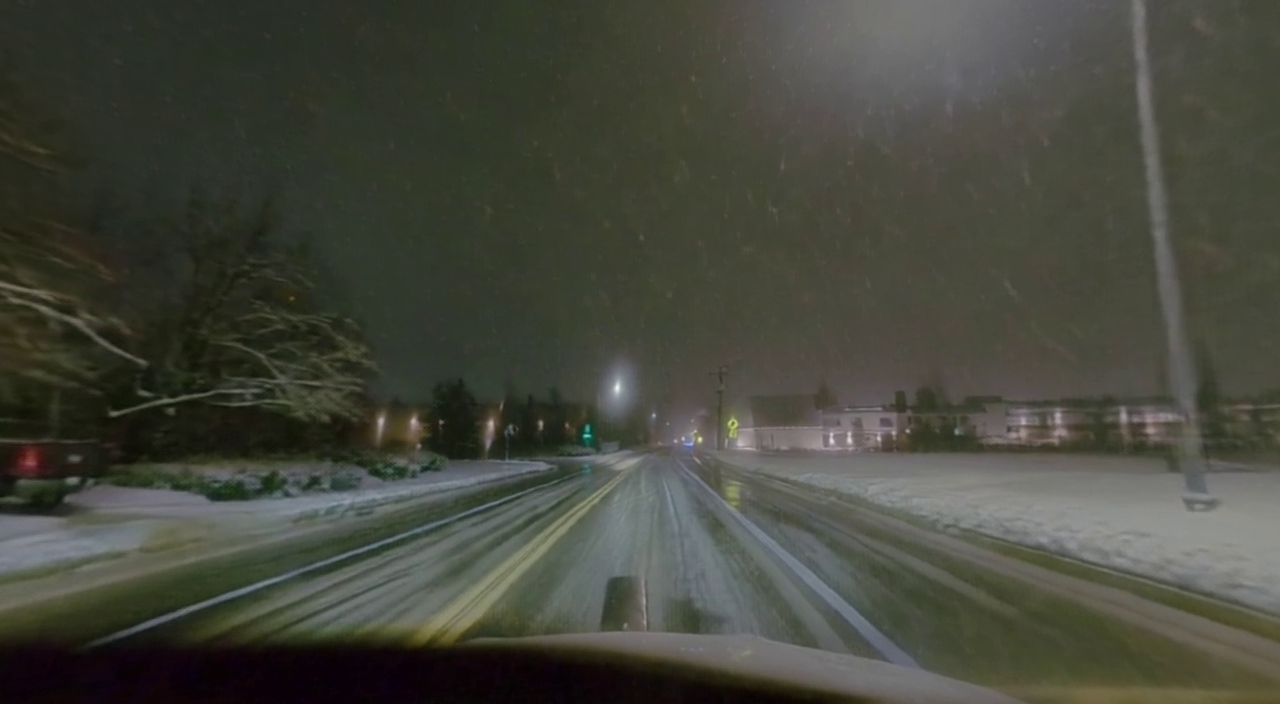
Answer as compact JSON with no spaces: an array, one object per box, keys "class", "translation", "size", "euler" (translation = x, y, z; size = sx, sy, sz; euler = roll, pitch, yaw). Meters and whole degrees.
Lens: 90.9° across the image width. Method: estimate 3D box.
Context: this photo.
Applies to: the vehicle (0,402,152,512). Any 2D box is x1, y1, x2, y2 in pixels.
[{"class":"vehicle","translation":[-11.985,2.062,12.559],"size":[2.244,1.796,5.170],"euler":[6,-11,-24]}]
